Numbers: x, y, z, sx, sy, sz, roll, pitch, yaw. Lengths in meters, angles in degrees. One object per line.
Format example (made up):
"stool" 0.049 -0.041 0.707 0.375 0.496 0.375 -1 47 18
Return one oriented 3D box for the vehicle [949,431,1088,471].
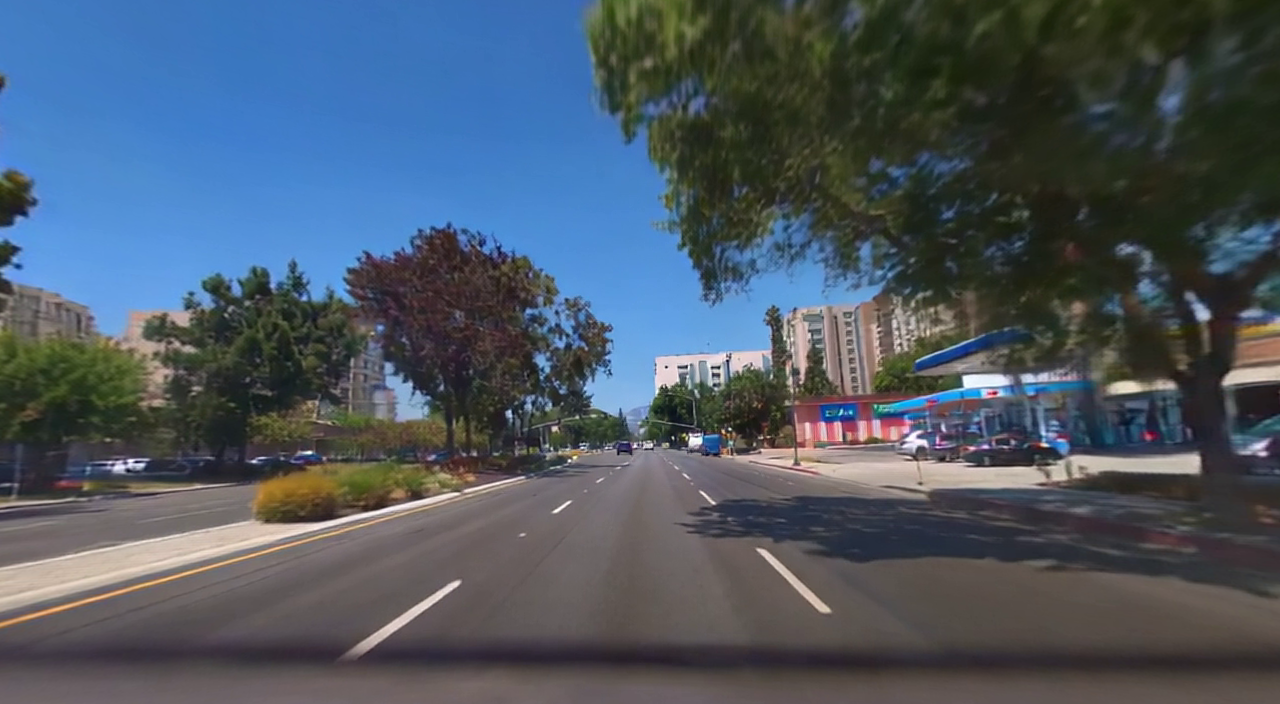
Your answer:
"vehicle" 15.201 3.964 25.403 4.510 1.517 2.035 1 -8 -12
